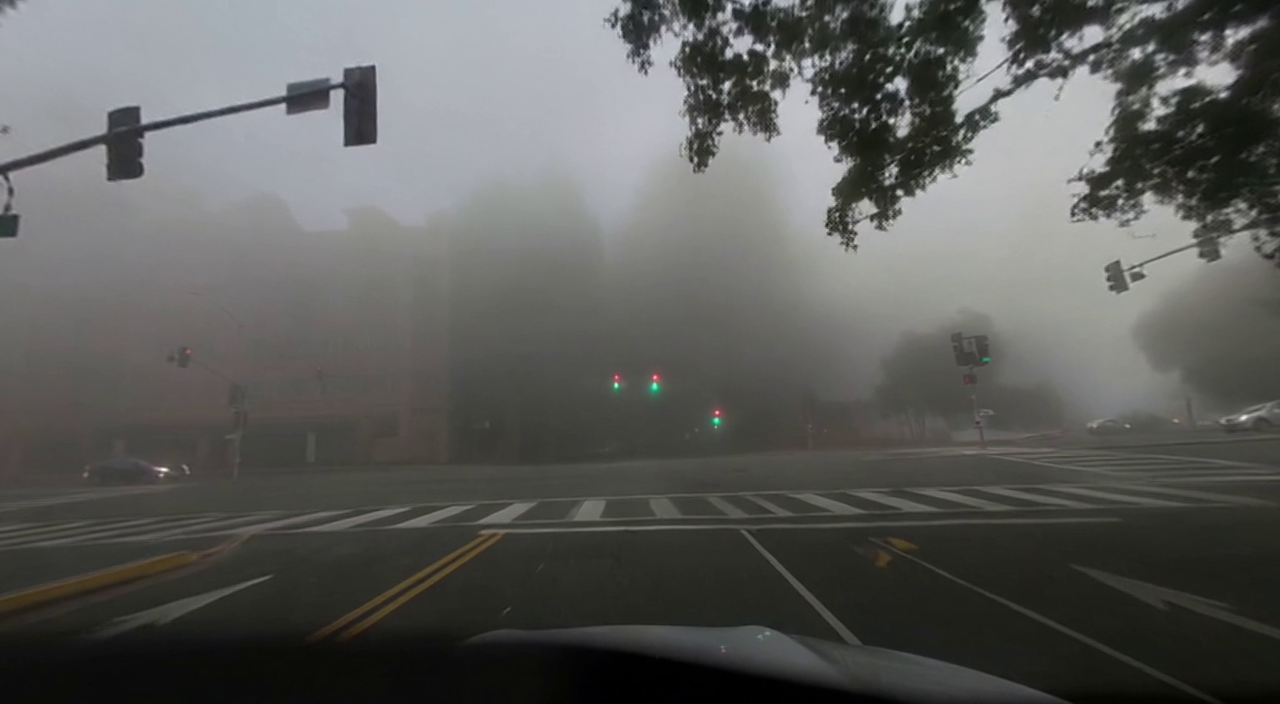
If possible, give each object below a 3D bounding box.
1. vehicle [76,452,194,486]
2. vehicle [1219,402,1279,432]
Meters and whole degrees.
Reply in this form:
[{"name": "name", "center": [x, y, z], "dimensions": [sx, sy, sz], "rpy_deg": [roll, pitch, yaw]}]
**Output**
[{"name": "vehicle", "center": [-25.156, 5.827, 31.496], "dimensions": [4.332, 1.573, 1.900], "rpy_deg": [0, -8, 3]}, {"name": "vehicle", "center": [37.714, 3.899, 37.474], "dimensions": [4.483, 1.691, 1.949], "rpy_deg": [0, -8, 1]}]
